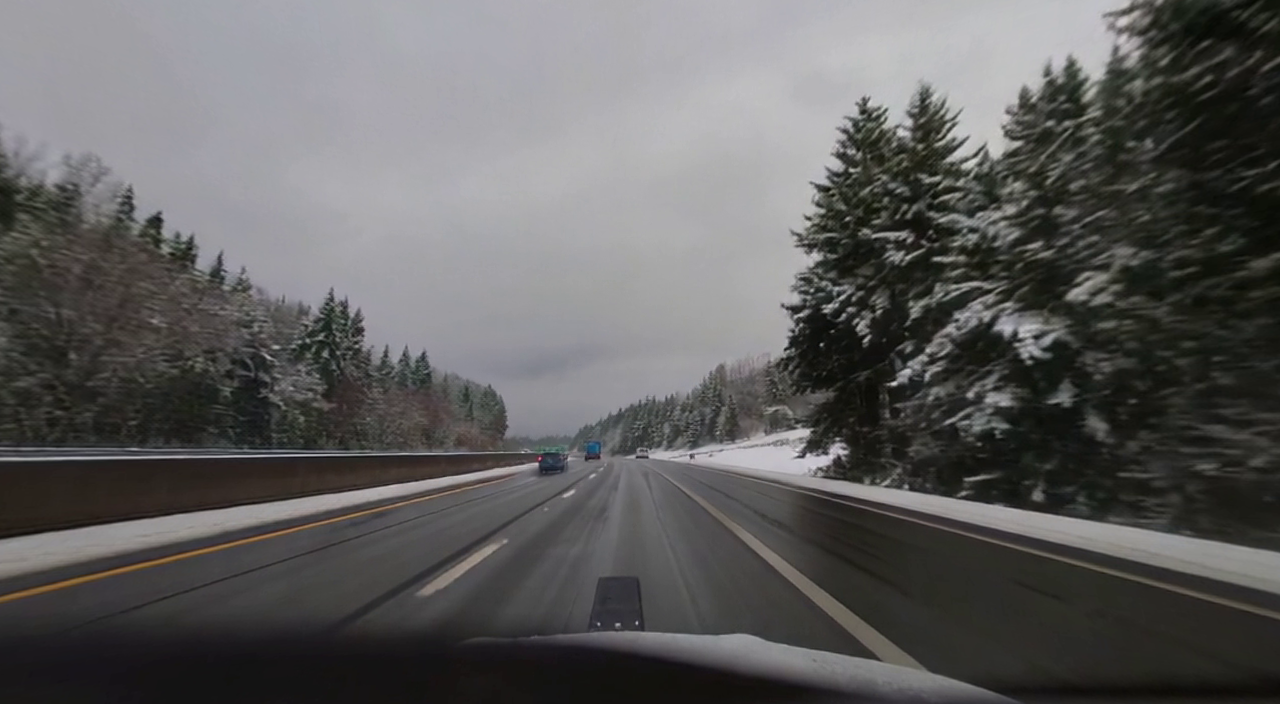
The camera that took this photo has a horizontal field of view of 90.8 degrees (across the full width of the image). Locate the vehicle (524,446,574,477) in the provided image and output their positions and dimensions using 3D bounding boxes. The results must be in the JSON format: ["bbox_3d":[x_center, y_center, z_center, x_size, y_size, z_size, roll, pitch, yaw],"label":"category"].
[{"bbox_3d":[-4.731,5.779,33.546,2.049,1.521,4.366,0,-8,-1],"label":"vehicle"}]
